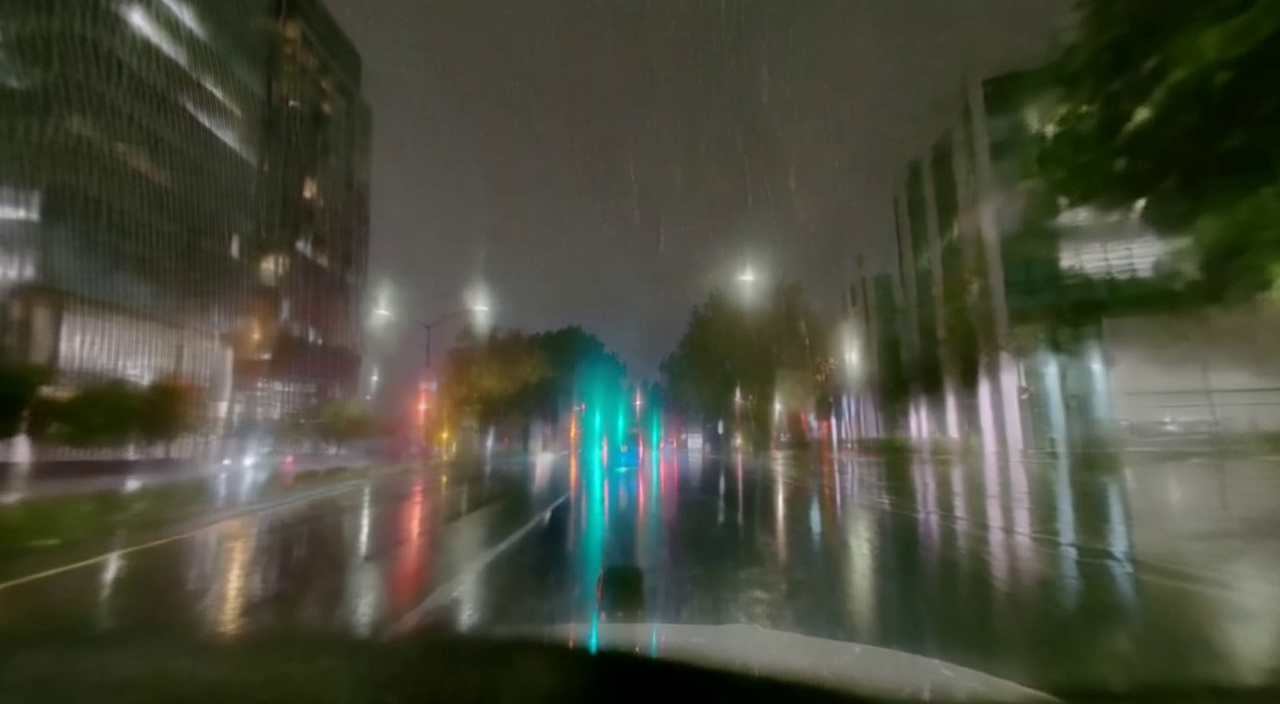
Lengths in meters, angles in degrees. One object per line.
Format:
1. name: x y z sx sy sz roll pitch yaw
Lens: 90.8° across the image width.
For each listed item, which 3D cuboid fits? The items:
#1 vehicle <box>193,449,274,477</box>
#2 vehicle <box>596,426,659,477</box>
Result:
1. vehicle: -23.639 6.466 36.931 1.867 1.469 4.243 -1 -9 0
2. vehicle: -0.478 3.992 25.485 2.313 1.860 4.319 0 -8 -1
